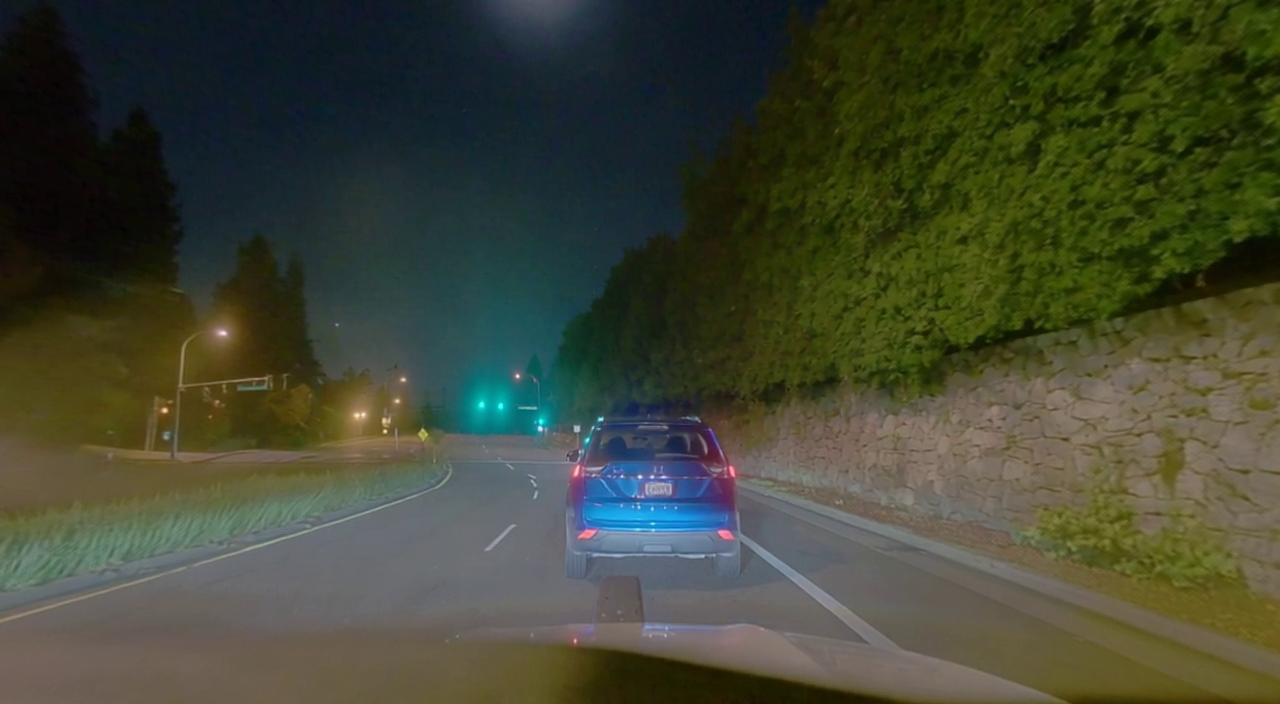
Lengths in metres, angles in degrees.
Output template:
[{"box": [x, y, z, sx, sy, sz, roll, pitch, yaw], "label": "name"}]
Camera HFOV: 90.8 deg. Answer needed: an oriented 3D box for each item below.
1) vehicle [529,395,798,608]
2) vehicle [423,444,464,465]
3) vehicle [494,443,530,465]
[{"box": [0.021, 1.565, 7.559, 2.287, 1.762, 4.269, 1, -8, -5], "label": "vehicle"}, {"box": [-14.897, 7.733, 47.780, 2.023, 1.474, 4.286, 5, -9, -29], "label": "vehicle"}, {"box": [-9.546, 7.540, 46.951, 1.837, 1.483, 4.559, 3, -9, -21], "label": "vehicle"}]
